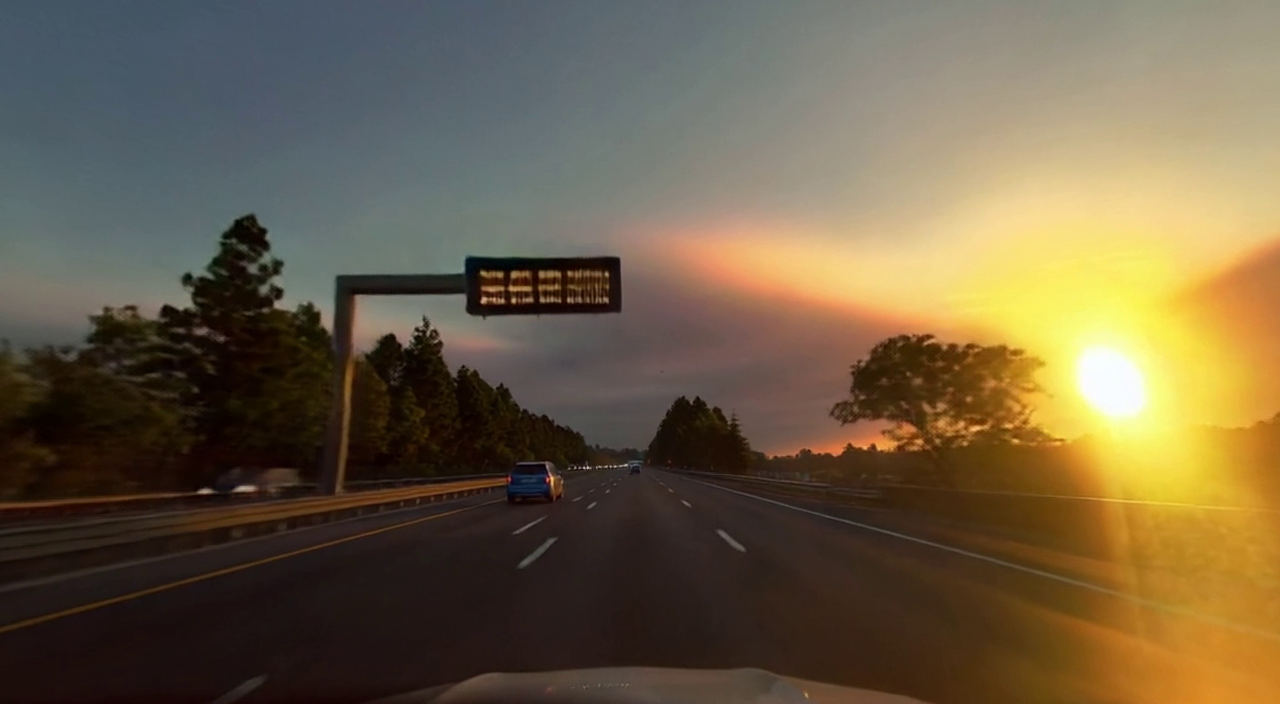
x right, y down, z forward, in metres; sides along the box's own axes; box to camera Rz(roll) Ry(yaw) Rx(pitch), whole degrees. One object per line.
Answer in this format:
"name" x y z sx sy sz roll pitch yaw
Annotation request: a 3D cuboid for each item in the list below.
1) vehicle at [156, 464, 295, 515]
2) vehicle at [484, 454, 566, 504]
"vehicle" -14.081 4.672 21.745 1.943 1.528 4.197 1 -10 -1
"vehicle" -3.957 4.507 22.518 2.081 1.586 4.245 0 -10 1
